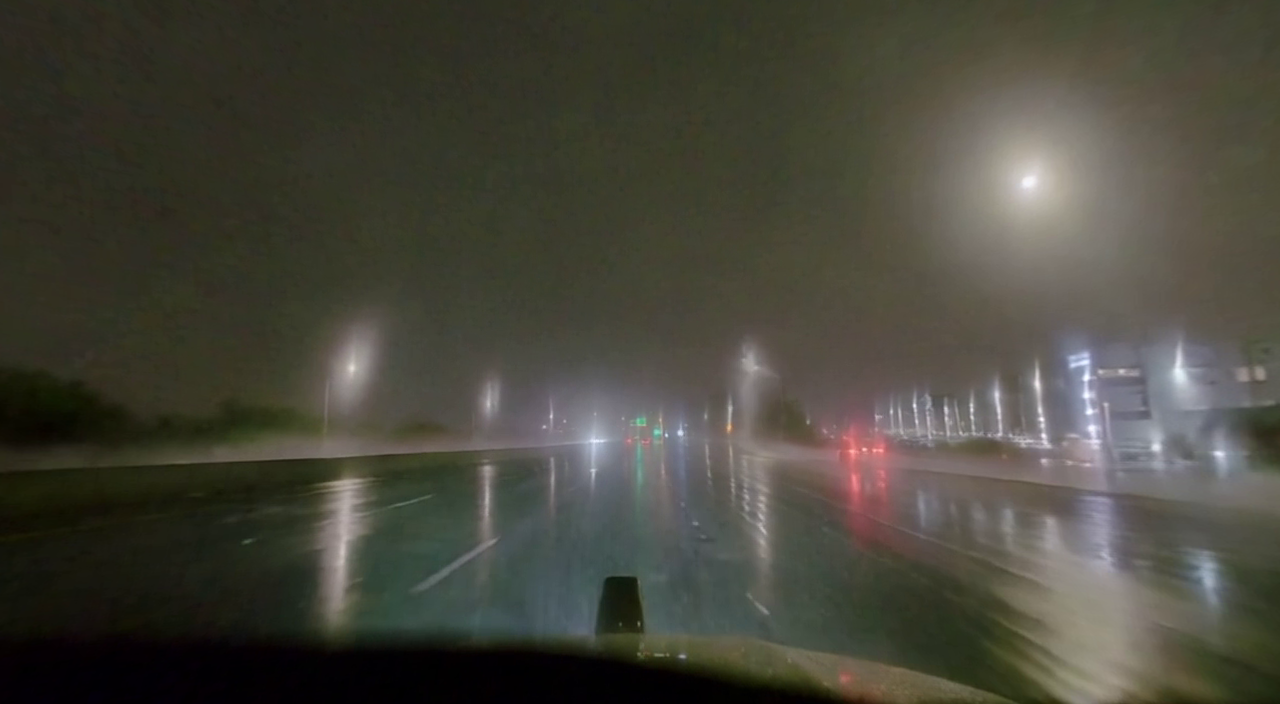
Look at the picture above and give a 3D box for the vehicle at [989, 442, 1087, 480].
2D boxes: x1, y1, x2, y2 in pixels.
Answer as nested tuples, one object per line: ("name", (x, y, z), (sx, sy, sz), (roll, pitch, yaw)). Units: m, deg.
("vehicle", (22.515, 6.133, 36.036), (2.013, 1.958, 5.318), (-1, -8, -1))
